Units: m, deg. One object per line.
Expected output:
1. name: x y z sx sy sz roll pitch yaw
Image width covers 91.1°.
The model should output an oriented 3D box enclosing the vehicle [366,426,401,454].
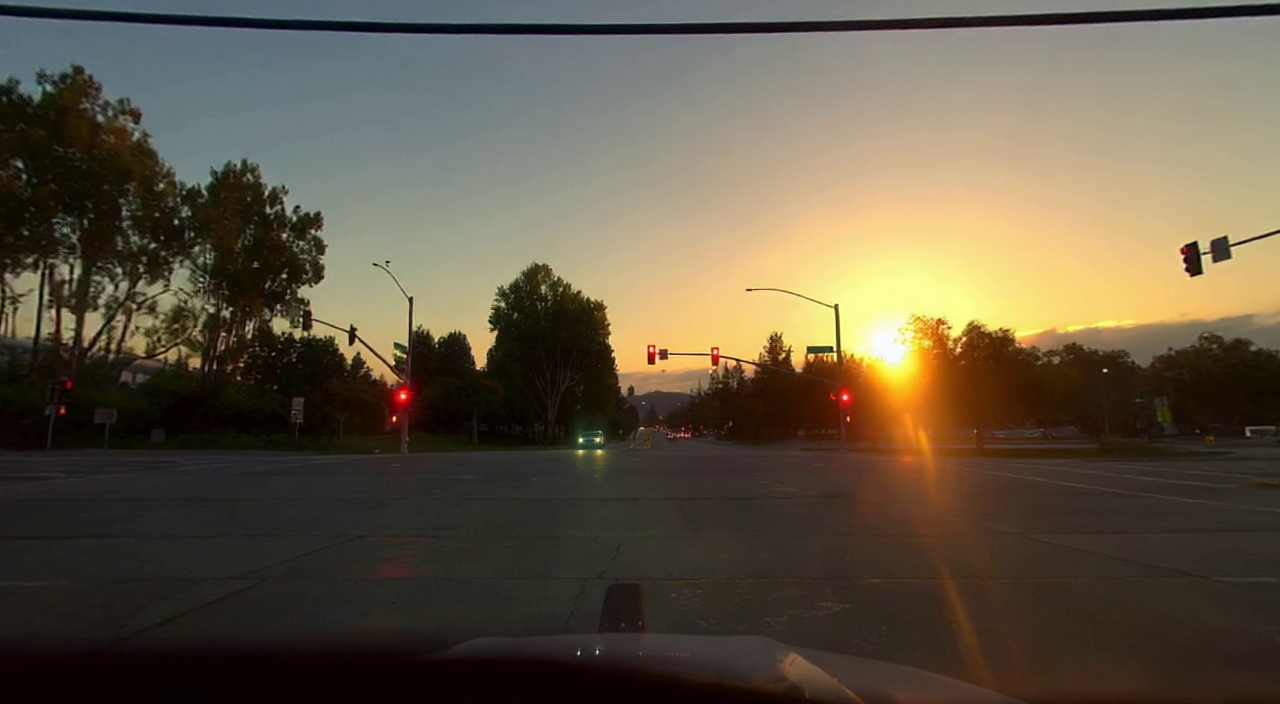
1. vehicle: -20.005 6.854 48.889 1.873 2.079 2.879 5 -10 -33
